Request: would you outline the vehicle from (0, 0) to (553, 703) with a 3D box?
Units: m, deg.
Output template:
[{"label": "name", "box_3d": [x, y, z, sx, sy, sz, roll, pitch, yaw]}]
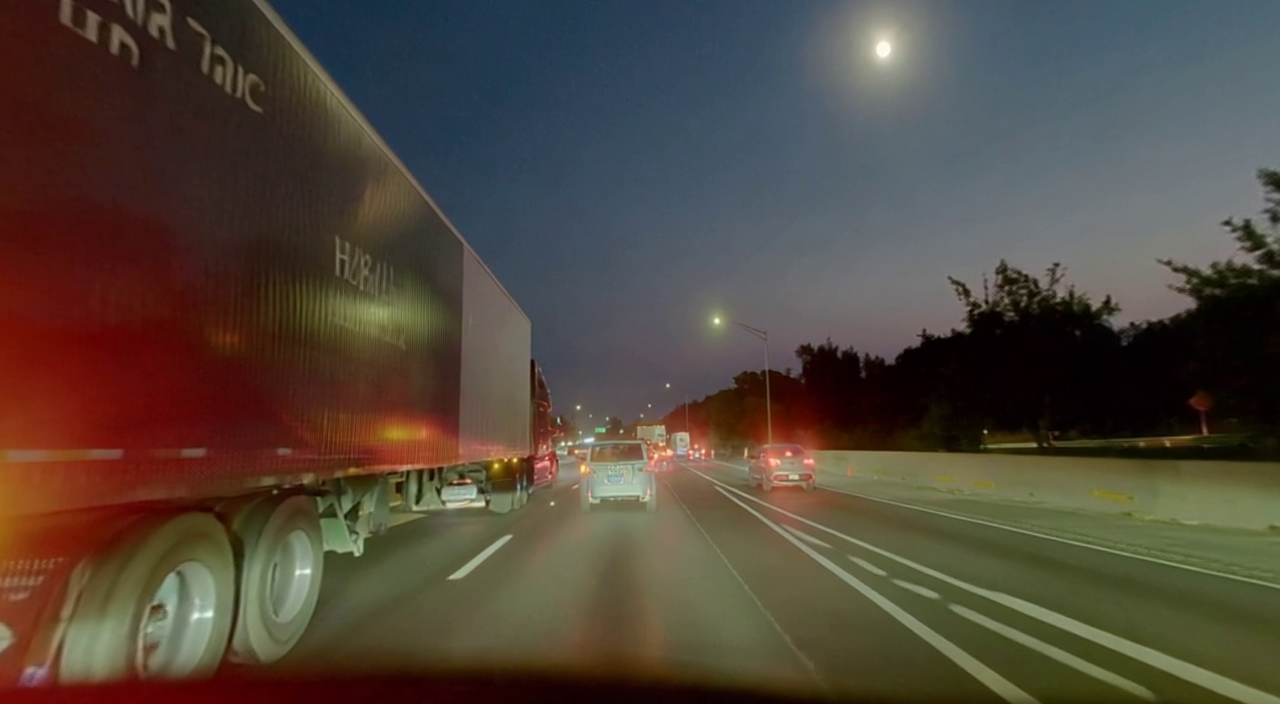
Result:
[{"label": "vehicle", "box_3d": [-3.696, 0.341, 7.523, 2.857, 4.063, 16.026, 0, -8, 1]}]

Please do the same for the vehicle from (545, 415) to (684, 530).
[{"label": "vehicle", "box_3d": [-0.378, 2.170, 11.832, 2.152, 1.779, 3.924, 0, -9, 1]}]

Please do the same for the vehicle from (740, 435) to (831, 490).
[{"label": "vehicle", "box_3d": [4.664, 3.589, 20.792, 1.937, 1.601, 3.798, 0, -9, -2]}]
